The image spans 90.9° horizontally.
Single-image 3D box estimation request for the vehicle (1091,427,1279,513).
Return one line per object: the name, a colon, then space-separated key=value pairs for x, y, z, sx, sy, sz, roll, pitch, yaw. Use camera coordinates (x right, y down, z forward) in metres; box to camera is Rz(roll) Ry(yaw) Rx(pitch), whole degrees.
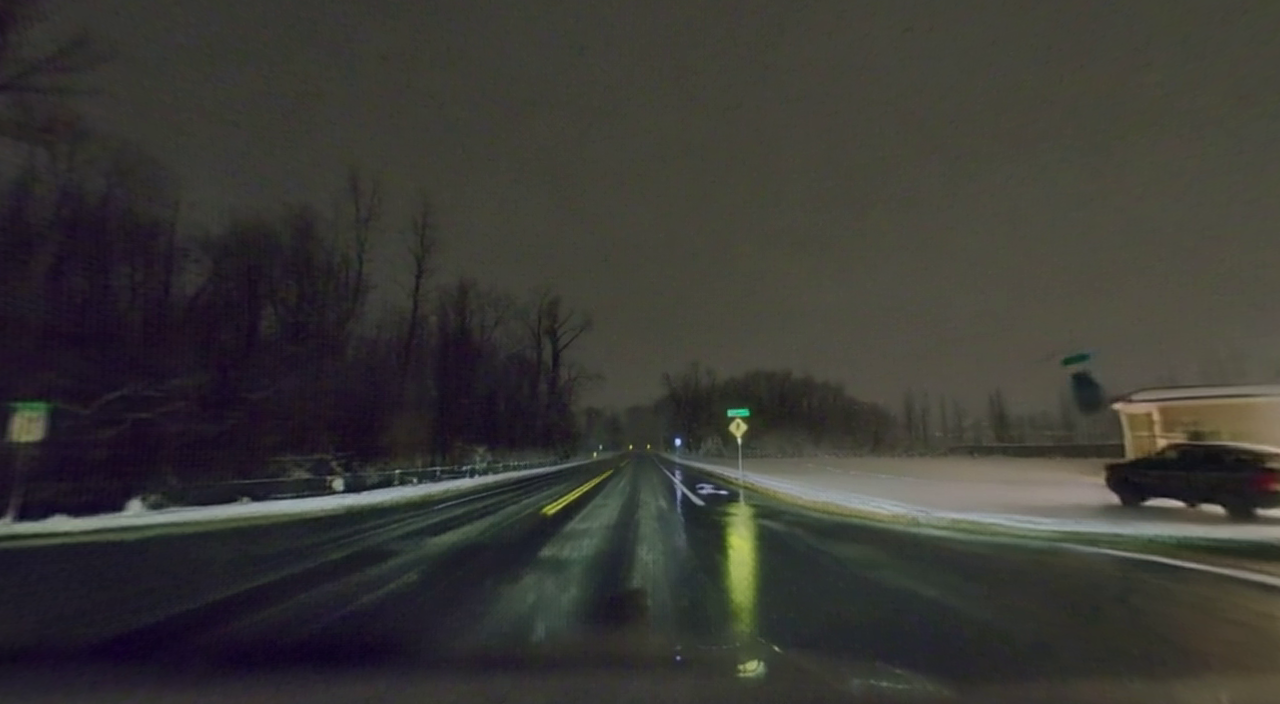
vehicle: x=14.237 y=2.799 z=15.271 sx=2.037 sy=1.829 sz=4.919 roll=4 pitch=-9 yaw=-21
